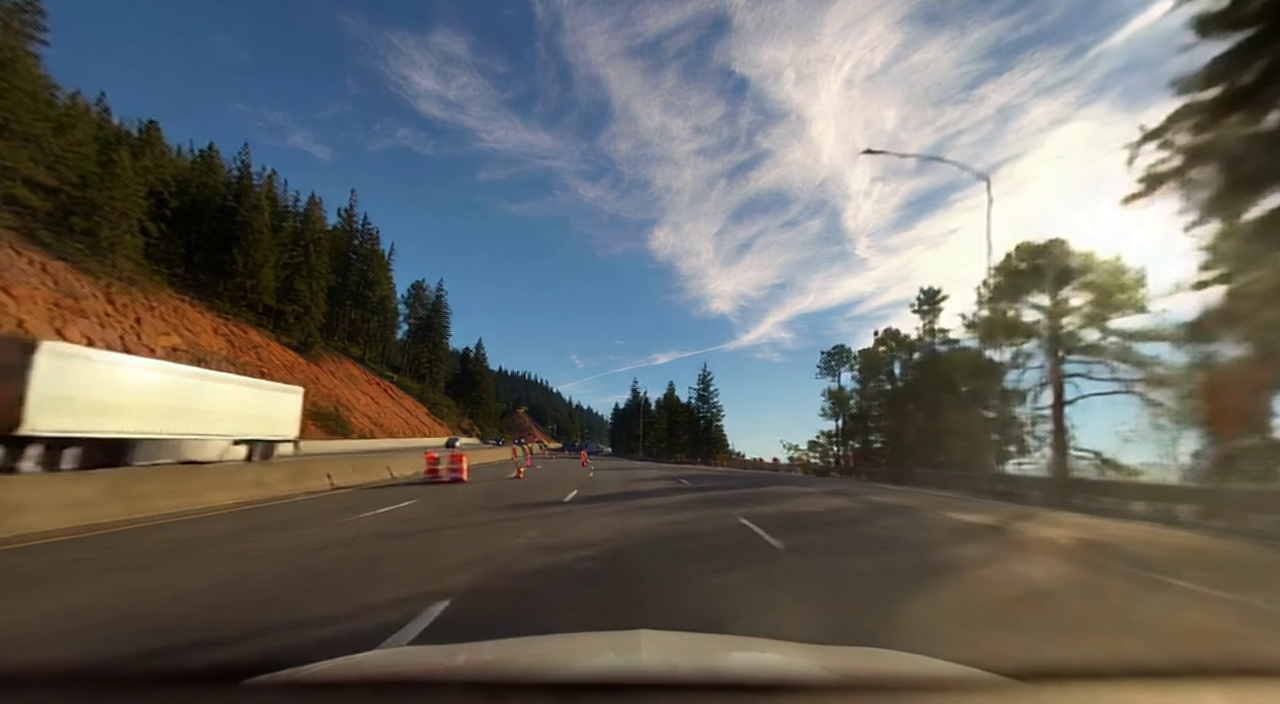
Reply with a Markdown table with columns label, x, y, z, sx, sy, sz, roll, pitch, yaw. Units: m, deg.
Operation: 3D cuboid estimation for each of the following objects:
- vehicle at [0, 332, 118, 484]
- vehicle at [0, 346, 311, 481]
| label | x | y | z | sx | sy | sz | roll | pitch | yaw |
| --- | --- | --- | --- | --- | --- | --- | --- | --- | --- |
| vehicle | -19.477 | 1.511 | 17.305 | 3.015 | 4.224 | 8.233 | 0 | -9 | 0 |
| vehicle | -19.738 | 3.035 | 27.239 | 2.886 | 4.146 | 15.863 | 0 | -9 | -1 |
